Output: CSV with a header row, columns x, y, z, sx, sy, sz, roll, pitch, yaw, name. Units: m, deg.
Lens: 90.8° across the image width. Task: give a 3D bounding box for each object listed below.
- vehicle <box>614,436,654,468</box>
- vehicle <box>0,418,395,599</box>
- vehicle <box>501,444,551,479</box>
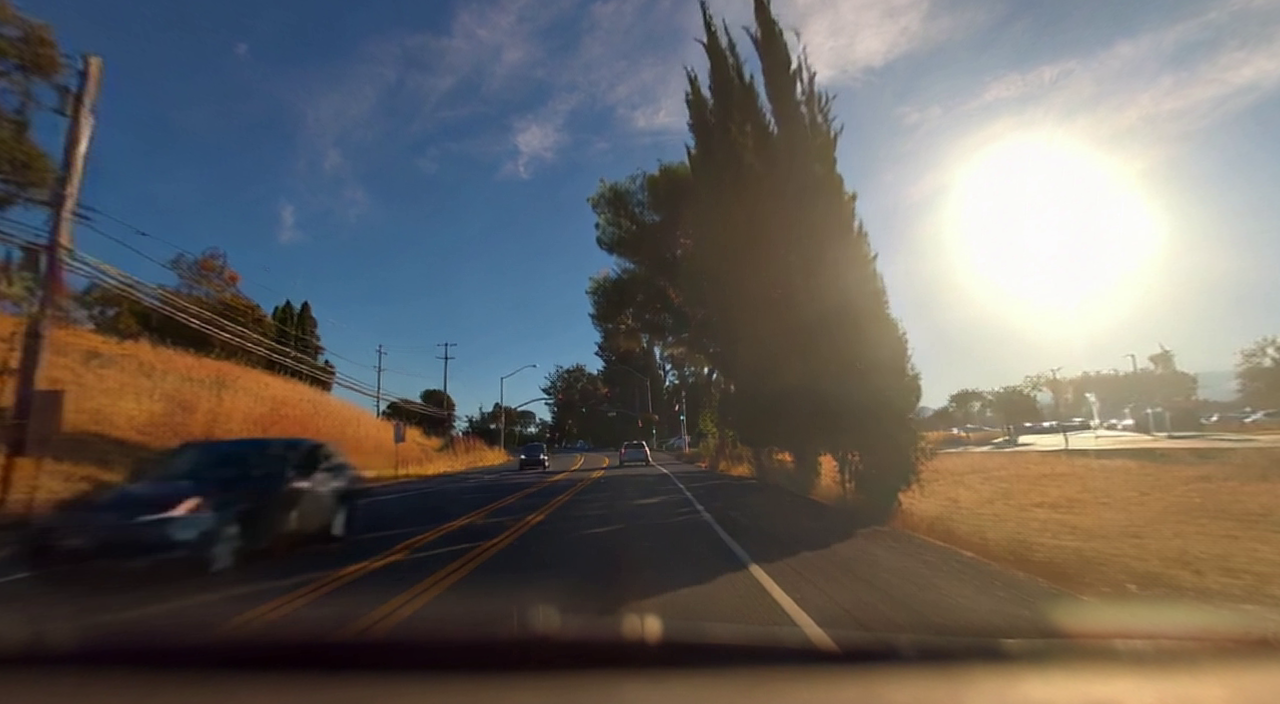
x,y,z,sx,sy,sz,roll,pitch,yaw,name
-0.428,6.921,43.860,2.574,2.059,5.331,0,-9,-1,vehicle
-5.360,1.878,8.550,2.347,1.720,4.687,0,-9,-2,vehicle
-6.924,6.667,38.865,2.378,1.853,4.847,-3,-9,-3,vehicle
